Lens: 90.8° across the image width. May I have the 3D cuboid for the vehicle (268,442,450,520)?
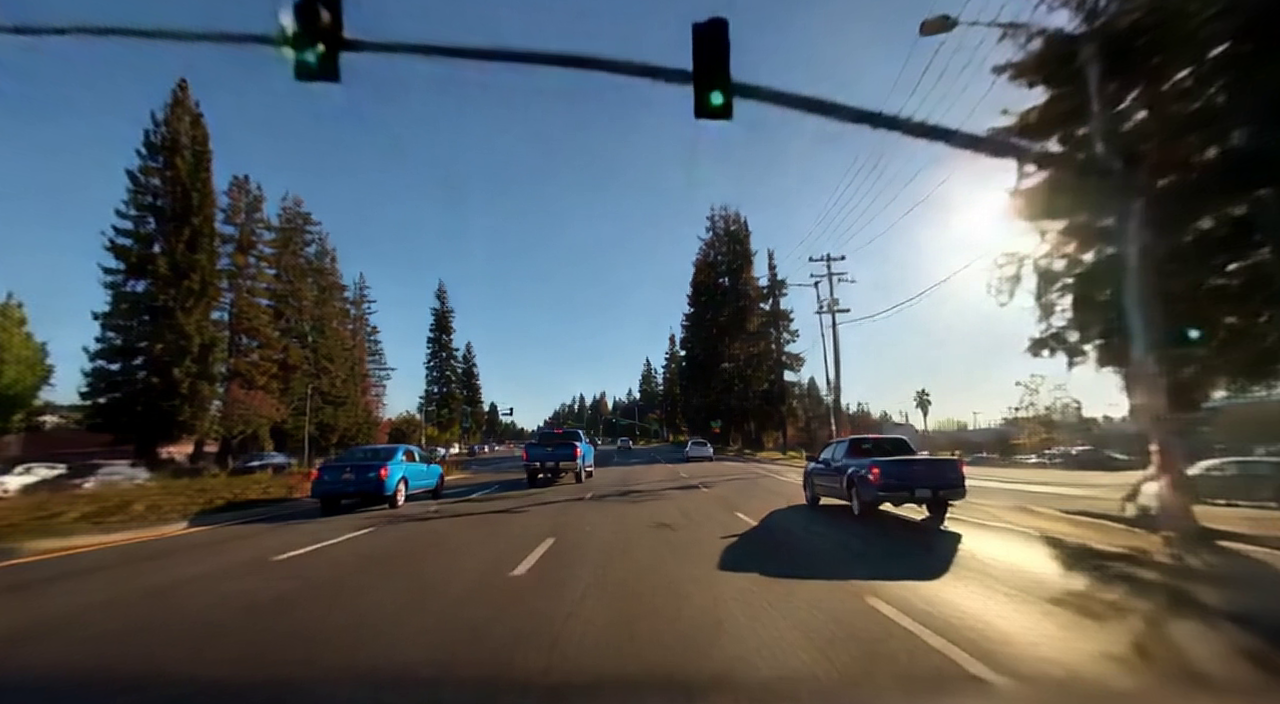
[{"bbox_3d":[-6.238,2.881,14.795,2.035,1.497,4.723,0,-9,1],"label":"vehicle"}]

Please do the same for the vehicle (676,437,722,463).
[{"bbox_3d":[3.474,5.886,38.093,2.071,1.435,4.226,0,-9,-4],"label":"vehicle"}]

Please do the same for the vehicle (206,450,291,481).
[{"bbox_3d":[-28.133,8.151,45.716,2.218,2.034,6.104,0,-9,0],"label":"vehicle"}]

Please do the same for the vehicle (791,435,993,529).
[{"bbox_3d":[4.482,2.362,12.156,1.840,1.428,4.602,0,-9,-2],"label":"vehicle"}]

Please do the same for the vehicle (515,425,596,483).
[{"bbox_3d":[-3.139,4.018,25.055,2.467,1.991,6.089,0,-9,-1],"label":"vehicle"}]

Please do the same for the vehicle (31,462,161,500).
[{"bbox_3d":[-24.669,5.837,28.926,1.916,1.471,4.574,0,-9,-1],"label":"vehicle"}]

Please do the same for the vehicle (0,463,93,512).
[{"bbox_3d":[-21.288,4.516,21.193,1.855,1.457,4.533,0,-9,-1],"label":"vehicle"}]

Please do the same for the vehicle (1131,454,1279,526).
[{"bbox_3d":[16.519,3.735,17.716,2.002,1.681,4.507,-1,-9,3],"label":"vehicle"}]
